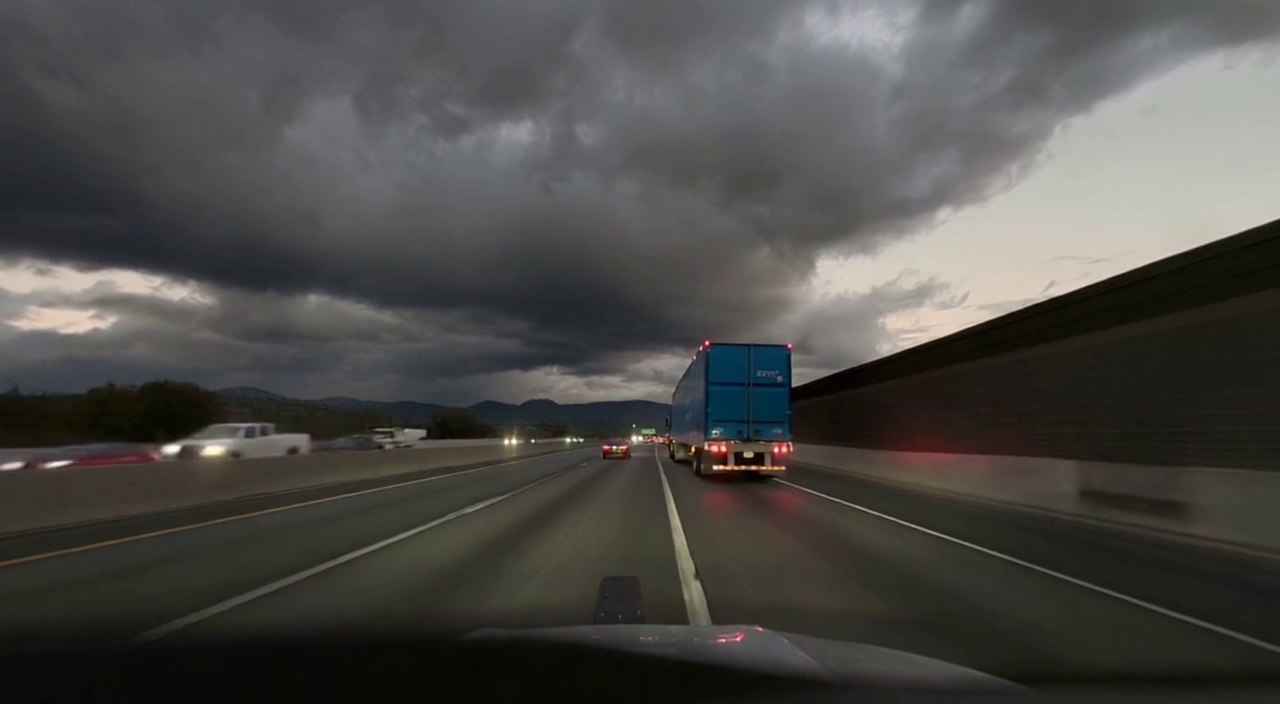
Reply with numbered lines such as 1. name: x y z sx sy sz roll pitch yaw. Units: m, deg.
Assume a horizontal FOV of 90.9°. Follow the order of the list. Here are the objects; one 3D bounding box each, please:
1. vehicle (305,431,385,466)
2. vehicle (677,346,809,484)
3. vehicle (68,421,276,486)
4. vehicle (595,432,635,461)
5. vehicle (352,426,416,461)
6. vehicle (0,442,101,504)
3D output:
1. vehicle: -15.315 5.018 33.049 1.952 1.709 4.365 0 -8 2
2. vehicle: 3.126 2.431 22.661 2.921 3.765 10.773 0 -8 0
3. vehicle: -12.086 2.644 16.805 1.938 1.492 4.559 0 -8 2
4. vehicle: -1.372 5.370 36.026 1.982 1.535 4.519 0 -8 1
5. vehicle: -18.987 6.822 47.120 2.173 2.471 5.845 0 -8 1
6. vehicle: -16.023 2.922 15.317 1.798 1.440 4.526 0 -8 1
